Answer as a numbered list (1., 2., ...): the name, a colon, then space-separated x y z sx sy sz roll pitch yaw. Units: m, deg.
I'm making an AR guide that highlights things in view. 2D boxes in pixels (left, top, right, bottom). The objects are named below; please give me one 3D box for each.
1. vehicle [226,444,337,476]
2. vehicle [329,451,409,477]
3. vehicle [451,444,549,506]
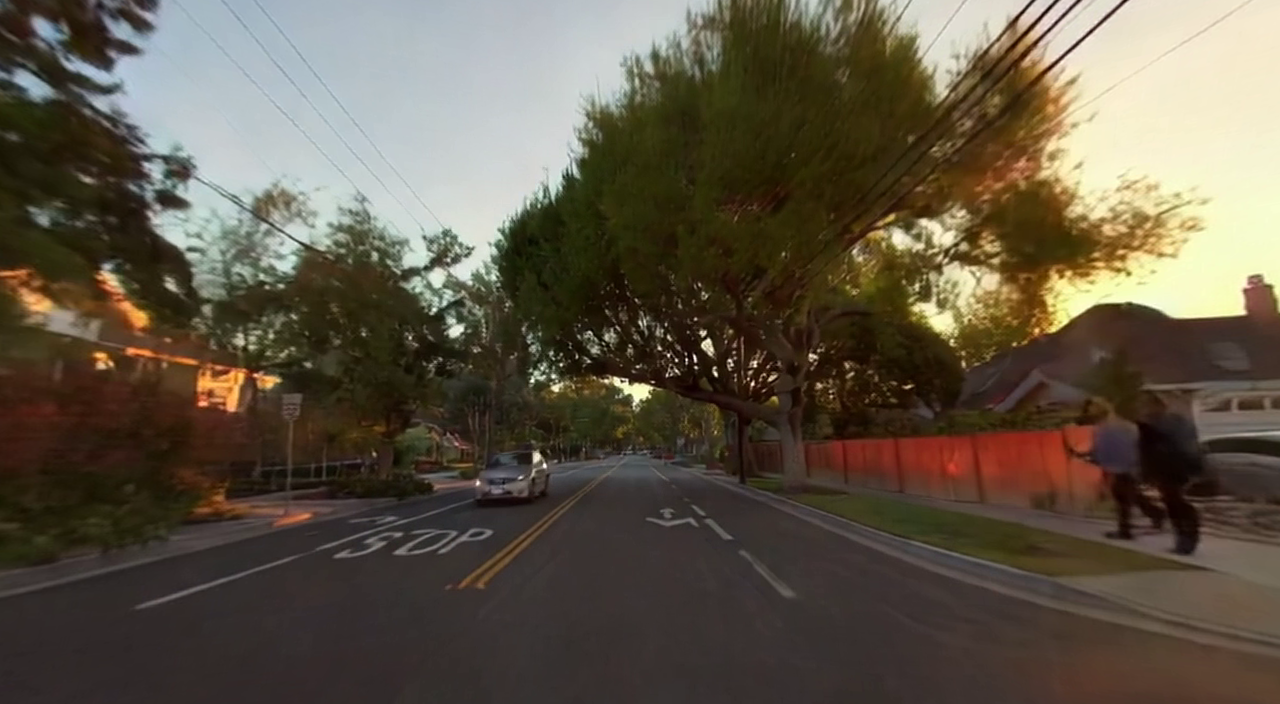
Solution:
1. vehicle: -22.097 6.645 39.168 5.369 1.862 2.338 1 -9 -9
2. vehicle: -16.802 6.925 39.363 4.199 1.510 2.058 1 -9 -10
3. vehicle: -3.912 3.483 18.373 1.935 1.595 3.972 0 -8 0
